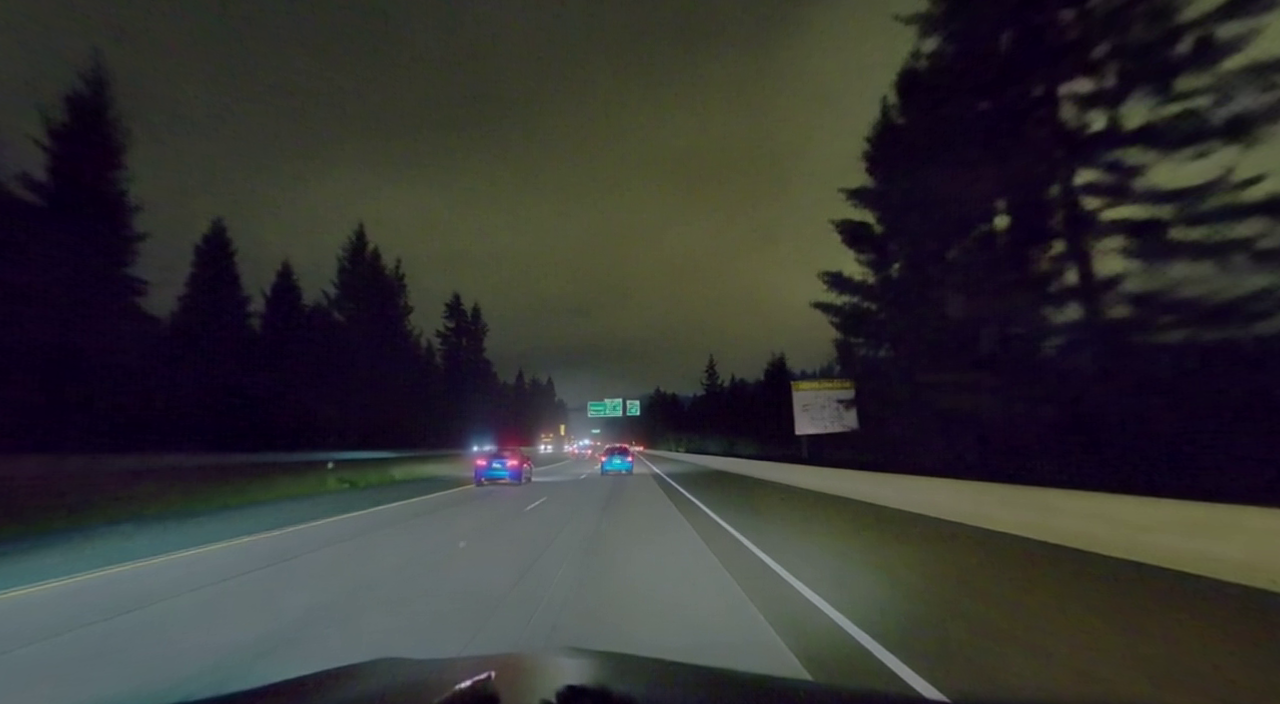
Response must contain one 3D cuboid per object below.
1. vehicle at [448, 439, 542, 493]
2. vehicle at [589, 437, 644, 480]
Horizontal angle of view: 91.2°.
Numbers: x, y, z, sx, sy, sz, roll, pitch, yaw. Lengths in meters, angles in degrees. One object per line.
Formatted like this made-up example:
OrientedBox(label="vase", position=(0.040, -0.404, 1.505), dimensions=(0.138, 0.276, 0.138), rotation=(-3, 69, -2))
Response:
OrientedBox(label="vehicle", position=(-4.790, 3.832, 21.438), dimensions=(2.103, 1.588, 4.709), rotation=(-1, -9, 0))
OrientedBox(label="vehicle", position=(-0.994, 4.635, 27.449), dimensions=(2.220, 1.711, 4.056), rotation=(0, -9, -1))
